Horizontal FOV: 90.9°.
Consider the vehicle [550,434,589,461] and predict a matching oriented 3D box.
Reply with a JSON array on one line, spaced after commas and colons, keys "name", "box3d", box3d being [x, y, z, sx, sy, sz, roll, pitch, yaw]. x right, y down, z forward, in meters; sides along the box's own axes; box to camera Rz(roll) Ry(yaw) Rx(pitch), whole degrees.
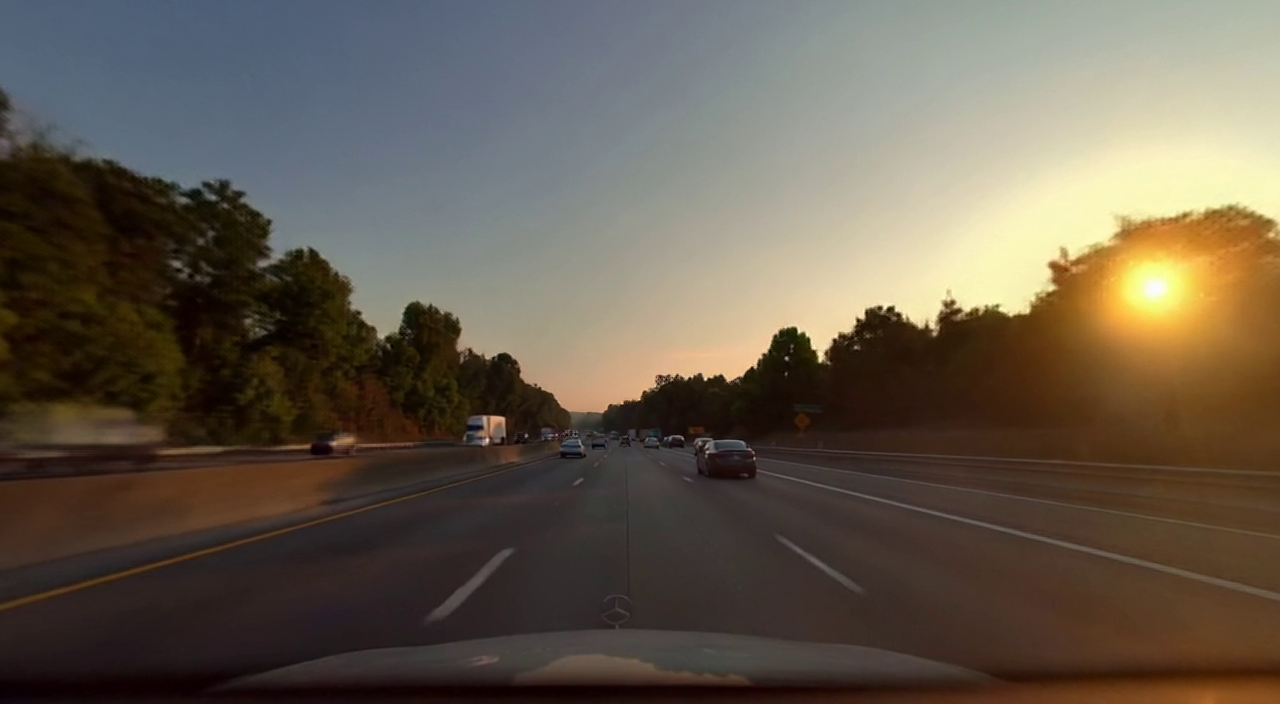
[{"name": "vehicle", "box3d": [-4.401, 6.026, 40.037, 2.011, 1.614, 4.808, 0, -8, -1]}]

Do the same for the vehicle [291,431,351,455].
[{"name": "vehicle", "box3d": [-20.621, 5.900, 40.914, 1.837, 1.444, 4.153, 0, -8, -2]}]

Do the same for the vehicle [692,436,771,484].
[{"name": "vehicle", "box3d": [3.012, 3.624, 21.667, 1.990, 1.480, 3.865, 0, -8, -2]}]

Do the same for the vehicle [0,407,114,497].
[{"name": "vehicle", "box3d": [-11.779, 1.720, 10.851, 1.888, 1.507, 4.157, 0, -8, -1]}]
